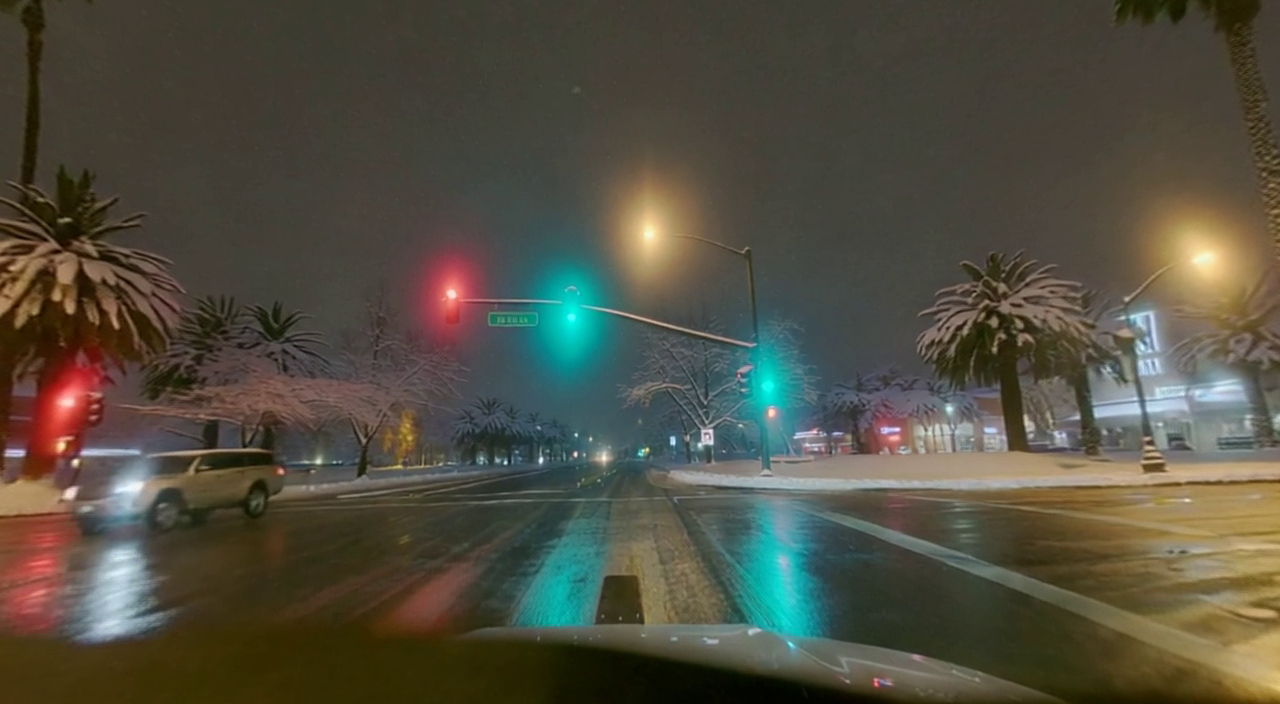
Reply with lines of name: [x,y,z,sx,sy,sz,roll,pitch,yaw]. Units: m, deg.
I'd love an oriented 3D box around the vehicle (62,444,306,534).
vehicle: [-10.706,3.194,15.449,2.270,1.833,4.860,0,-9,1]
